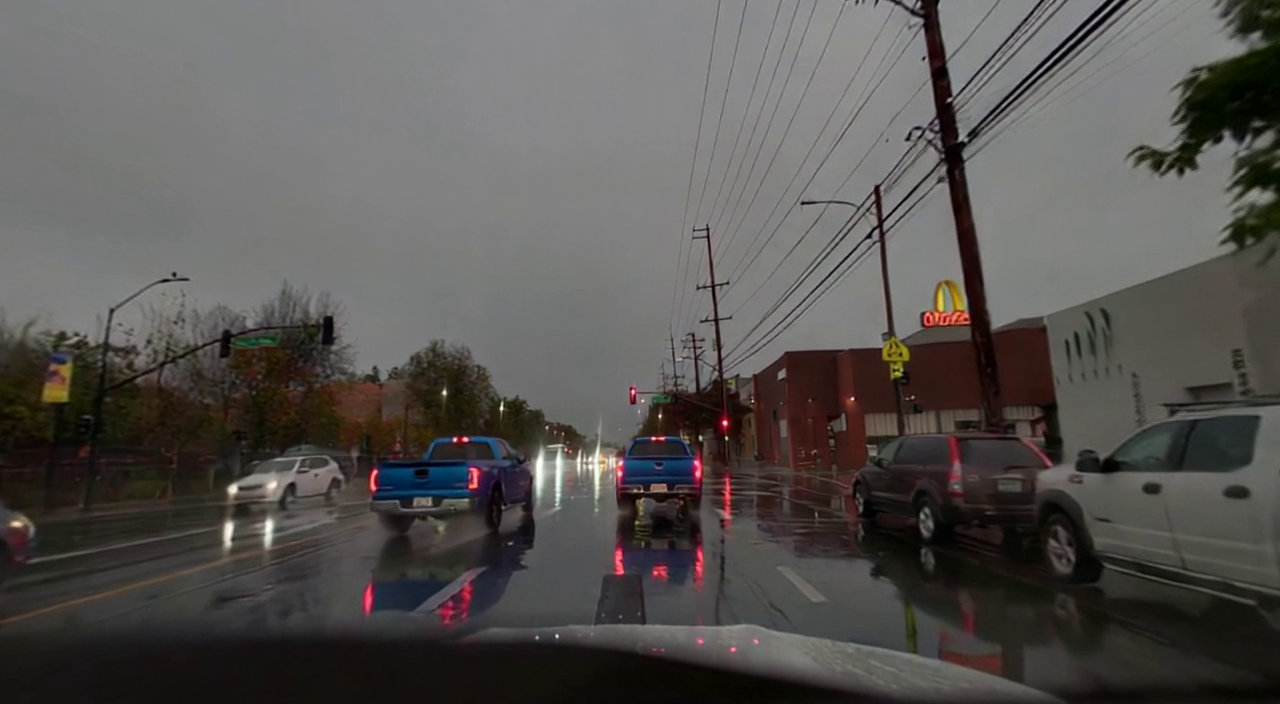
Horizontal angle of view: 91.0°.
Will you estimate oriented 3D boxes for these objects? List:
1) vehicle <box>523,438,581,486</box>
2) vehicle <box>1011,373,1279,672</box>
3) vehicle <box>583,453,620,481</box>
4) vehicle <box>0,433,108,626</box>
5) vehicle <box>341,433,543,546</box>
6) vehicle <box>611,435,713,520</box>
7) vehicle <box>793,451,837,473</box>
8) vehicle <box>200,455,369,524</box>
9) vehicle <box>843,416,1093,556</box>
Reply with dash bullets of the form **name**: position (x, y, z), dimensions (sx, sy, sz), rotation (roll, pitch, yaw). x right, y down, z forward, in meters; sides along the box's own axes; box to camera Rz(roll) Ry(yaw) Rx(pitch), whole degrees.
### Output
- **vehicle**: position (-5.810, 7.358, 42.699), dimensions (2.619, 2.948, 7.193), rotation (0, -9, 2)
- **vehicle**: position (4.877, 1.074, 4.064), dimensions (2.007, 1.786, 4.870), rotation (0, -8, 1)
- **vehicle**: position (-2.681, 8.187, 45.020), dimensions (2.140, 1.768, 5.092), rotation (0, -9, 2)
- **vehicle**: position (-6.219, 1.251, 3.850), dimensions (1.994, 1.551, 4.414), rotation (0, -8, 1)
- **vehicle**: position (-3.144, 2.280, 11.210), dimensions (1.995, 1.554, 4.618), rotation (0, -8, 1)
- **vehicle**: position (0.710, 2.928, 15.345), dimensions (2.089, 1.699, 4.650), rotation (-1, -9, 7)
- **vehicle**: position (13.435, 8.495, 48.646), dimensions (2.075, 1.556, 4.585), rotation (0, -9, 0)
- **vehicle**: position (-9.392, 3.629, 17.185), dimensions (1.918, 1.522, 4.486), rotation (0, -8, 1)
- **vehicle**: position (5.098, 2.122, 10.727), dimensions (1.974, 1.823, 4.576), rotation (0, -9, 3)
